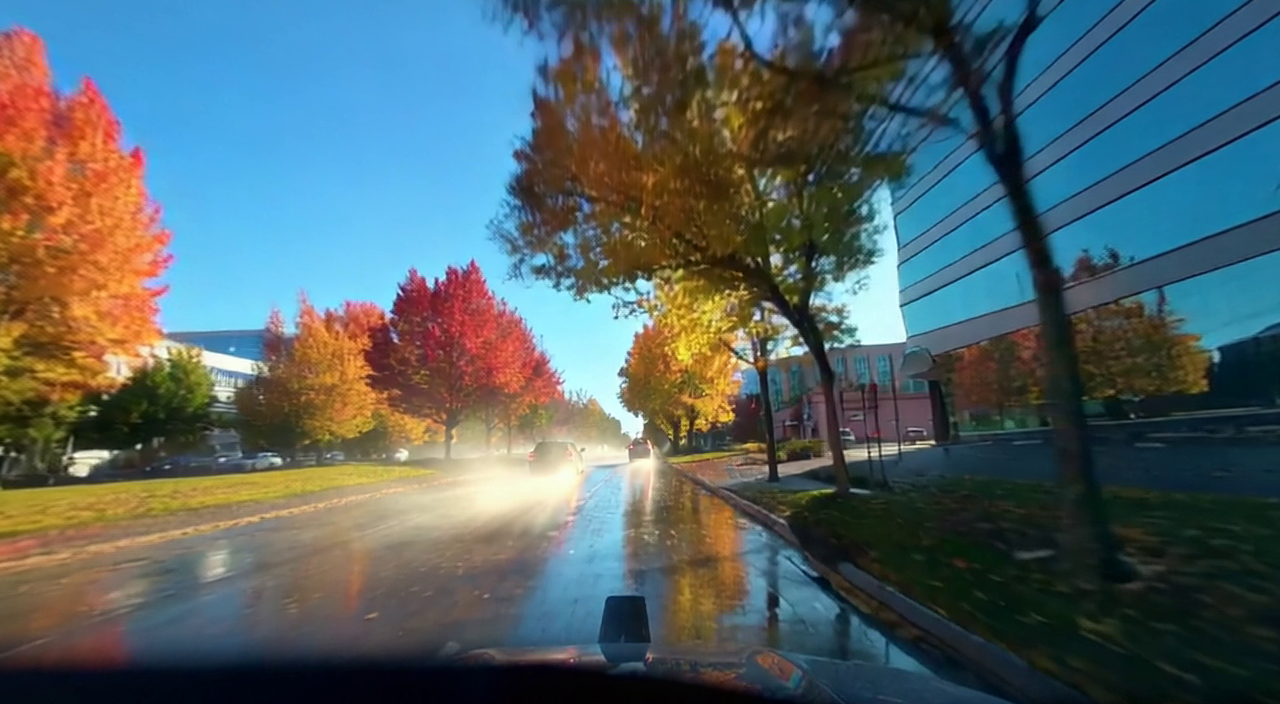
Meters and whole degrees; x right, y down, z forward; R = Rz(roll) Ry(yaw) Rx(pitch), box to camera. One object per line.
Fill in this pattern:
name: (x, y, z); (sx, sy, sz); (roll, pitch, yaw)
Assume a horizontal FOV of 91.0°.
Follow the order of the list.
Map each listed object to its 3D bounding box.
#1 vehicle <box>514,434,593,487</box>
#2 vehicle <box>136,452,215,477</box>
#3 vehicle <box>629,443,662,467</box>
vehicle: (-2.978, 3.837, 22.672); (2.197, 1.709, 4.069); (-1, -8, 1)
vehicle: (-31.039, 7.518, 42.234); (1.927, 1.519, 4.467); (0, -8, -1)
vehicle: (0.295, 6.661, 41.000); (2.040, 1.493, 3.682); (0, -8, -1)
